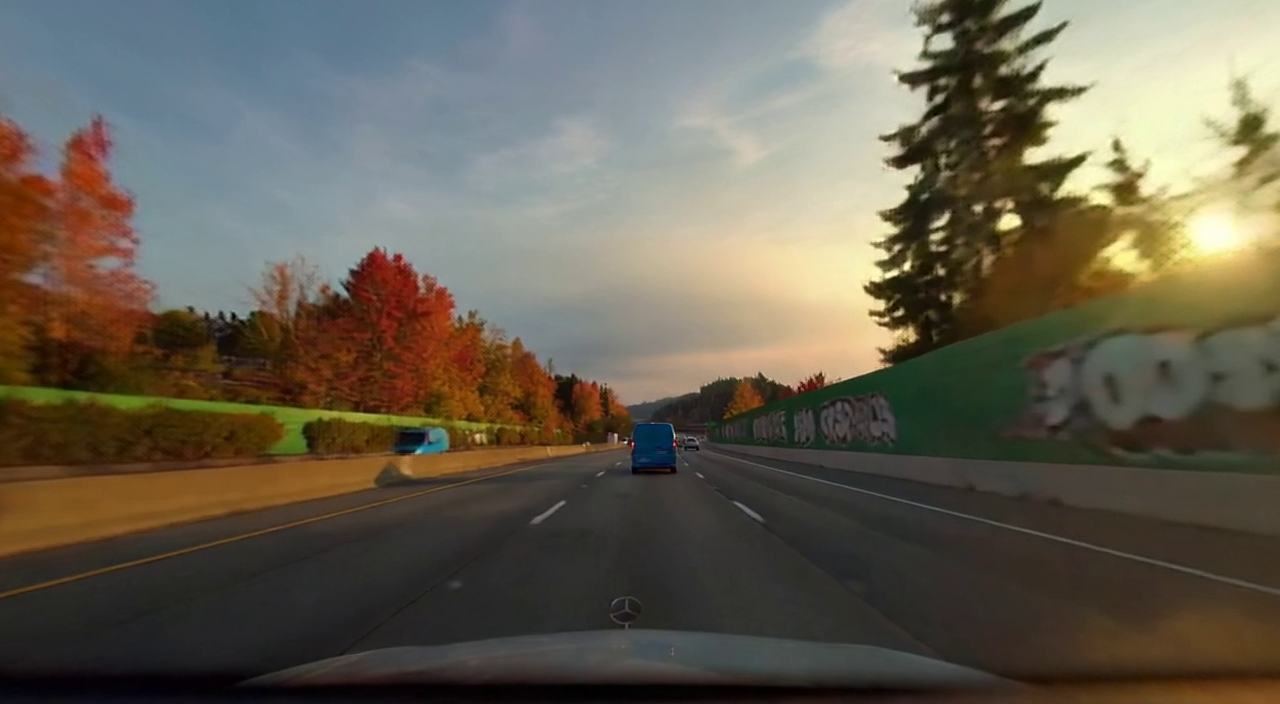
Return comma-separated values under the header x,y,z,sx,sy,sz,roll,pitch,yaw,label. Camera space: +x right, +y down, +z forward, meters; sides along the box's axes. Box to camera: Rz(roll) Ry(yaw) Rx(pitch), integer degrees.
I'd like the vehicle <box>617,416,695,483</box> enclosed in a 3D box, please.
x,y,z,sx,sy,sz,roll,pitch,yaw,label
0.482,3.197,20.773,2.283,1.956,4.421,0,-8,0,vehicle

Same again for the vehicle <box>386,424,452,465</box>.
x,y,z,sx,sy,sz,roll,pitch,yaw,label
-15.762,6.640,45.222,2.356,2.698,5.982,0,-8,2,vehicle
